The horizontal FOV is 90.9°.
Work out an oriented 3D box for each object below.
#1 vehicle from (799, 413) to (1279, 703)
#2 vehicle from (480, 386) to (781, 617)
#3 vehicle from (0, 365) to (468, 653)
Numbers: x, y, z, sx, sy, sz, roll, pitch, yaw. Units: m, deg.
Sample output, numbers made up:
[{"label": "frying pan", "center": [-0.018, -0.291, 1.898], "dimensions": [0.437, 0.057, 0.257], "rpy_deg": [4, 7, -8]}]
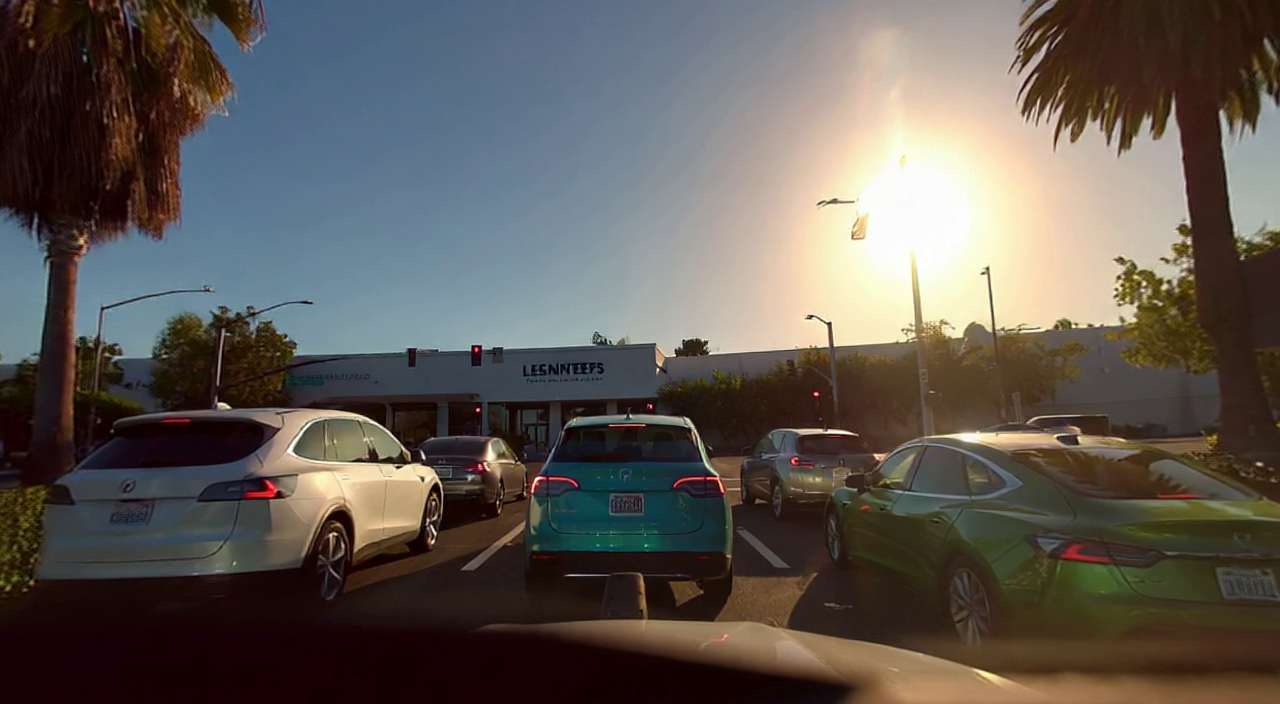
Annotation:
[{"label": "vehicle", "center": [2.968, 1.376, 5.265], "dimensions": [2.017, 1.491, 4.611], "rpy_deg": [0, -8, -1]}, {"label": "vehicle", "center": [-0.134, 1.458, 7.062], "dimensions": [2.280, 1.747, 4.361], "rpy_deg": [0, -8, -2]}, {"label": "vehicle", "center": [-3.347, 1.277, 6.126], "dimensions": [2.014, 1.755, 4.360], "rpy_deg": [0, -8, 1]}]
